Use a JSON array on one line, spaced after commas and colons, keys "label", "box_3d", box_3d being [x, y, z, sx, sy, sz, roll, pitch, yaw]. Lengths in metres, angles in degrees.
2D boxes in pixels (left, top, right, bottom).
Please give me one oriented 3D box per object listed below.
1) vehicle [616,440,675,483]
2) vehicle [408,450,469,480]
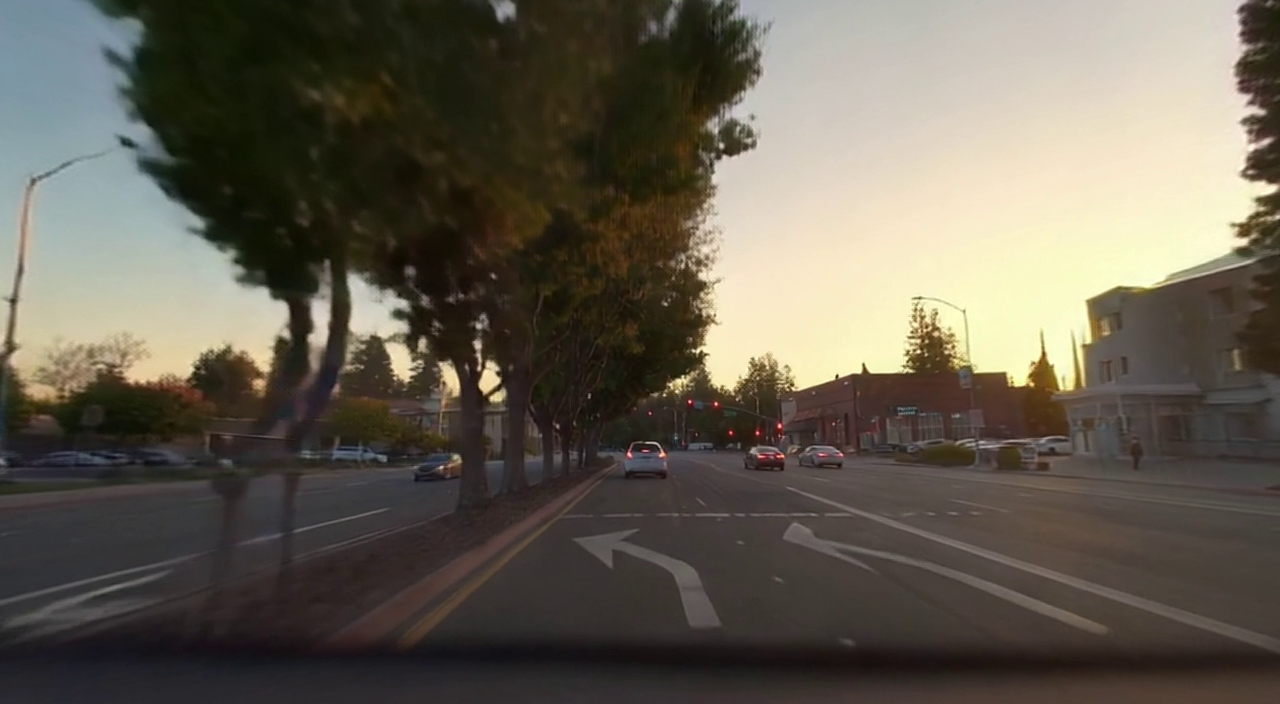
[{"label": "vehicle", "box_3d": [0.171, 4.141, 24.116, 2.064, 1.477, 3.968, 0, -9, 0]}, {"label": "vehicle", "box_3d": [-11.054, 6.207, 35.002, 1.907, 1.485, 4.293, 0, -9, 1]}]
